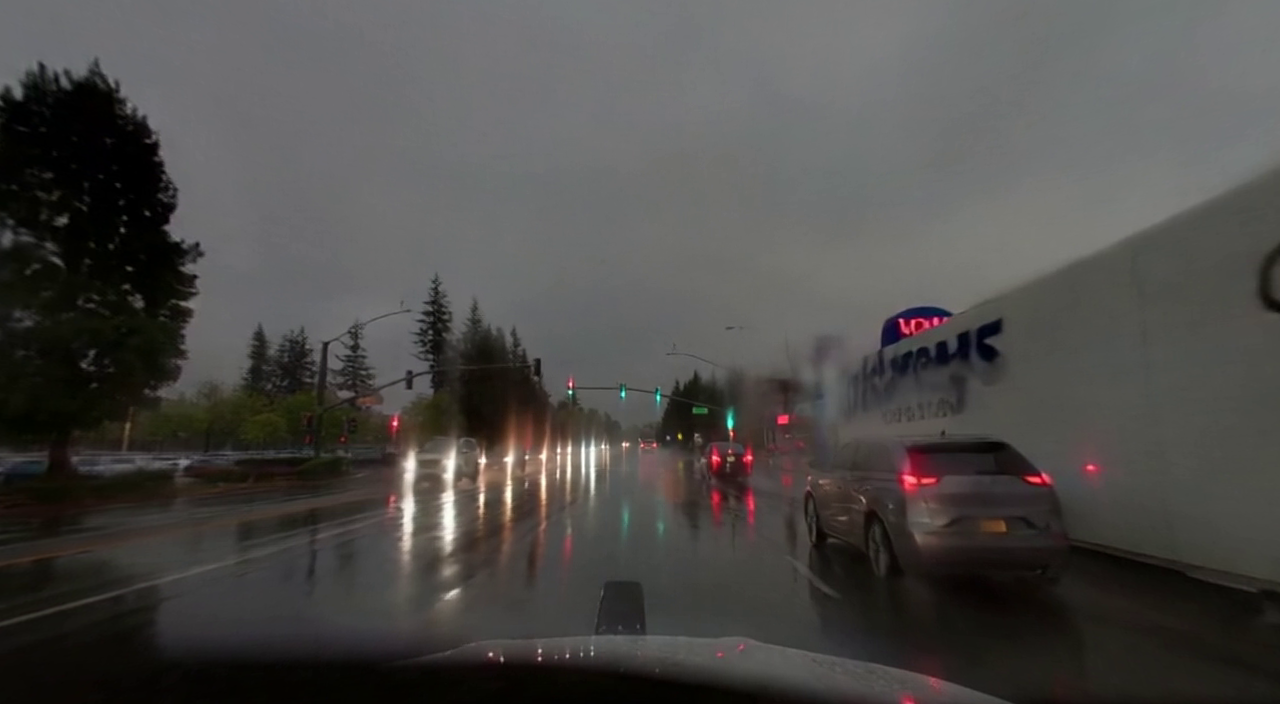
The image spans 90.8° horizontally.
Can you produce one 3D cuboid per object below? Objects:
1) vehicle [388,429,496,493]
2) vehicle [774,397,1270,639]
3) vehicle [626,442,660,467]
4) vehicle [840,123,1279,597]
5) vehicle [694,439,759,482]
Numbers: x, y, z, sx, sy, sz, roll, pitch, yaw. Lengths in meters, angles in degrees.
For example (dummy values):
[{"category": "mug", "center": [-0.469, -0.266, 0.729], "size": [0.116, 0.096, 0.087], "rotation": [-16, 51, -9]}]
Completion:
[{"category": "vehicle", "center": [-6.318, 3.525, 20.845], "size": [2.136, 1.837, 4.669], "rotation": [0, -8, -1]}, {"category": "vehicle", "center": [3.063, 1.456, 6.662], "size": [2.174, 1.596, 4.779], "rotation": [0, -8, -1]}, {"category": "vehicle", "center": [0.154, 6.398, 39.603], "size": [2.008, 1.464, 4.052], "rotation": [0, -8, 0]}, {"category": "vehicle", "center": [7.092, 0.577, 9.019], "size": [2.899, 4.154, 16.592], "rotation": [0, -8, -1]}, {"category": "vehicle", "center": [3.228, 4.151, 24.474], "size": [1.842, 1.480, 4.155], "rotation": [0, -8, -1]}]
